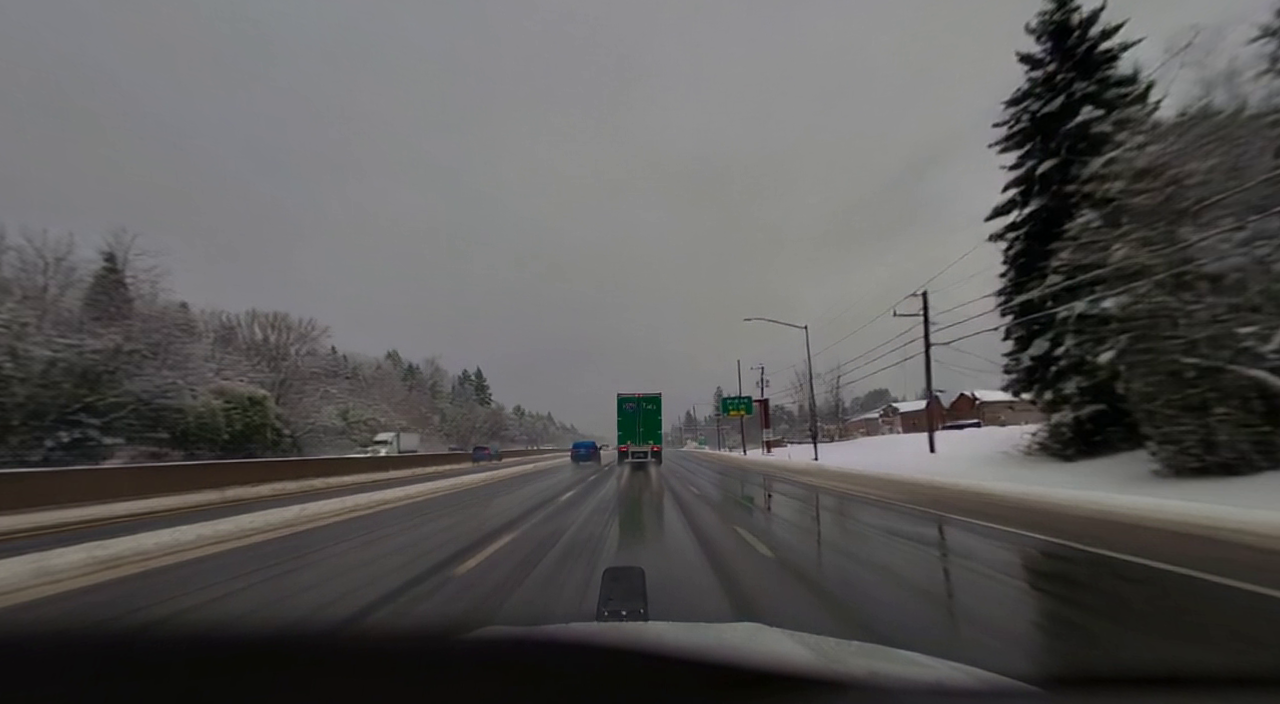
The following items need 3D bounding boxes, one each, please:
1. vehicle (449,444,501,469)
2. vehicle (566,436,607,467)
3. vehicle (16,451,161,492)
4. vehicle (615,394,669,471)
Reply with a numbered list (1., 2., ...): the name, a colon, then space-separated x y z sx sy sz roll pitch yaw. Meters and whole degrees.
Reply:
1. vehicle: -10.676 6.754 41.199 2.012 1.509 4.789 0 -8 1
2. vehicle: -3.472 6.672 42.297 2.293 1.923 5.141 0 -8 0
3. vehicle: -22.431 4.853 25.940 1.873 1.445 4.518 0 -8 1
4. vehicle: 0.134 5.276 40.556 2.879 4.085 13.125 0 -8 0
